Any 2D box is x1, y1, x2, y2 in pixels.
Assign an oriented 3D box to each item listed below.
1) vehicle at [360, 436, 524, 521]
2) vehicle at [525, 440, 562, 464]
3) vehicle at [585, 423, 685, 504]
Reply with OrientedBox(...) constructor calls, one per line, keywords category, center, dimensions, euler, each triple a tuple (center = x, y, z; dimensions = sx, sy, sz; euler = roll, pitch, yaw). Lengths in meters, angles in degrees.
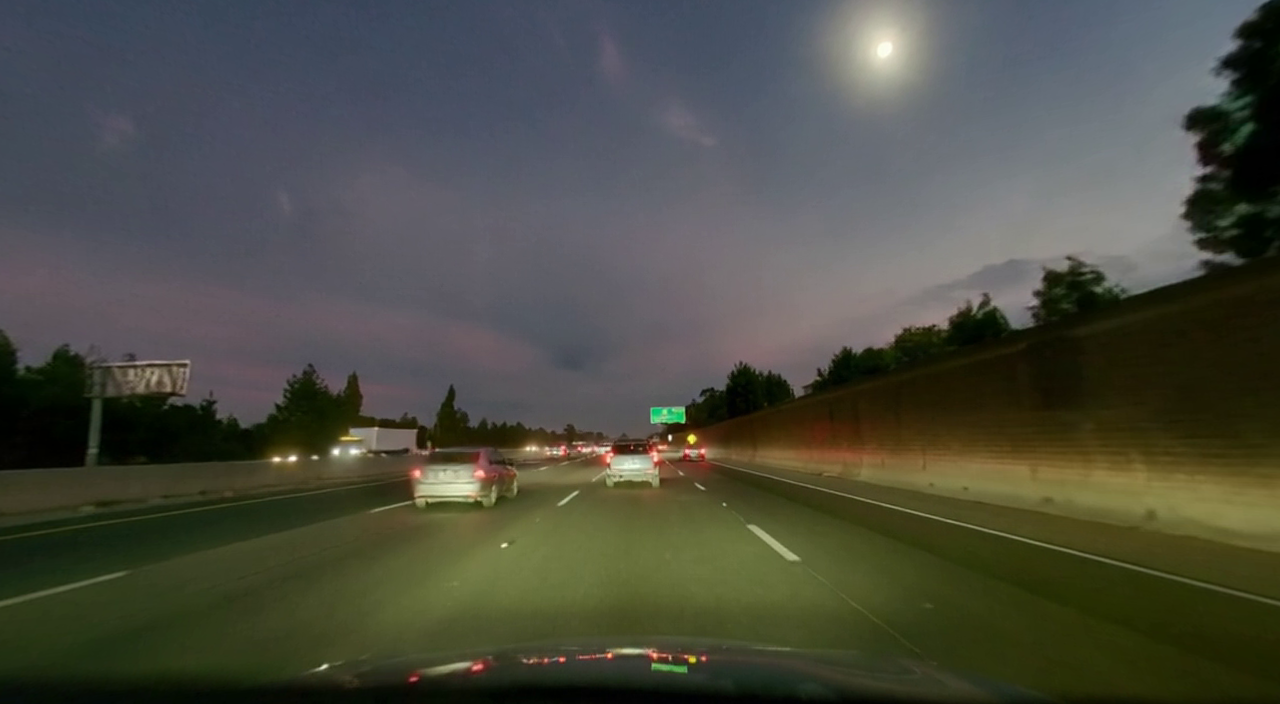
OrientedBox(category="vehicle", center=(-3.772, 2.491, 12.926), dimensions=(1.967, 1.442, 4.143), euler=(0, -9, 1))
OrientedBox(category="vehicle", center=(-7.255, 7.587, 47.742), dimensions=(2.024, 1.706, 4.249), euler=(0, -9, 1))
OrientedBox(category="vehicle", center=(-0.117, 2.836, 16.345), dimensions=(2.233, 1.804, 4.273), euler=(0, -9, 0))
